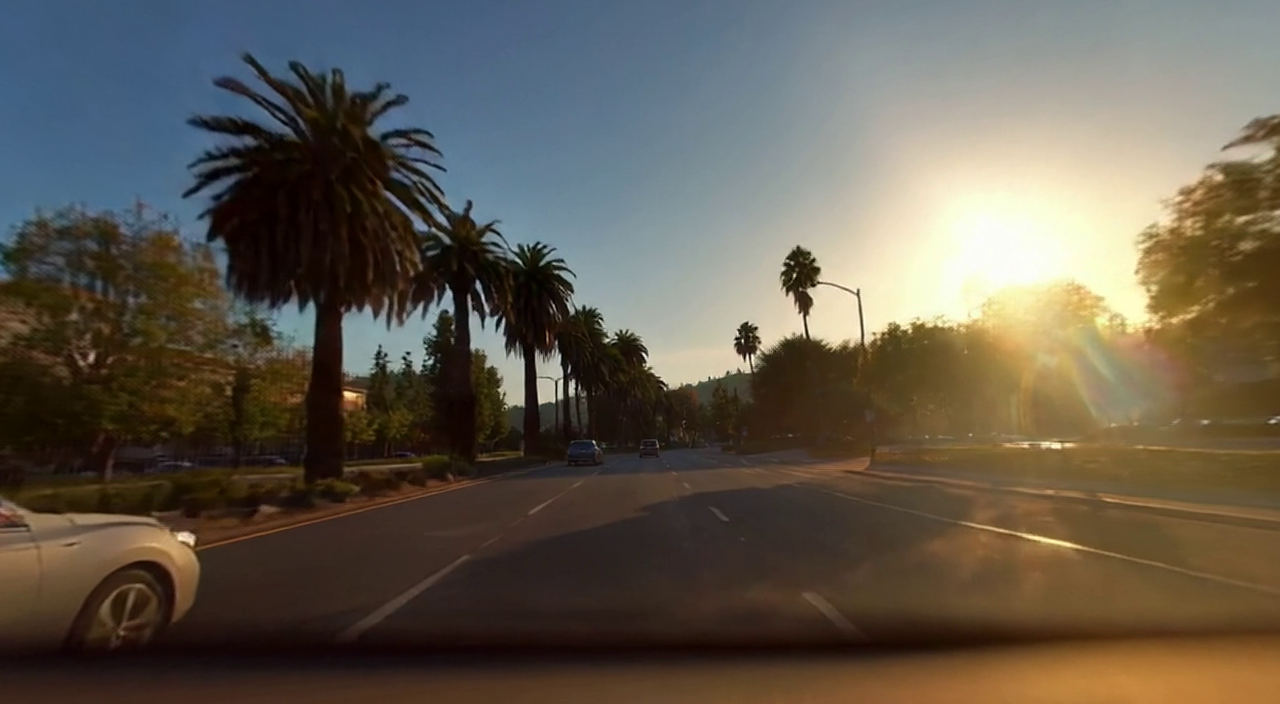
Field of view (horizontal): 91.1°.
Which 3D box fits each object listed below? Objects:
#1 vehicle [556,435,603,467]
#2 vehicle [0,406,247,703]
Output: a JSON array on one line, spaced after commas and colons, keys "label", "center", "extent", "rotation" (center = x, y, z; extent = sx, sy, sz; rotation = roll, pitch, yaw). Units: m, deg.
[{"label": "vehicle", "center": [-3.611, 6.035, 38.385], "extent": [2.188, 1.819, 4.667], "rotation": [0, -8, 3]}, {"label": "vehicle", "center": [-3.560, 0.827, 1.573], "extent": [2.036, 1.478, 4.771], "rotation": [0, -8, 0]}]
